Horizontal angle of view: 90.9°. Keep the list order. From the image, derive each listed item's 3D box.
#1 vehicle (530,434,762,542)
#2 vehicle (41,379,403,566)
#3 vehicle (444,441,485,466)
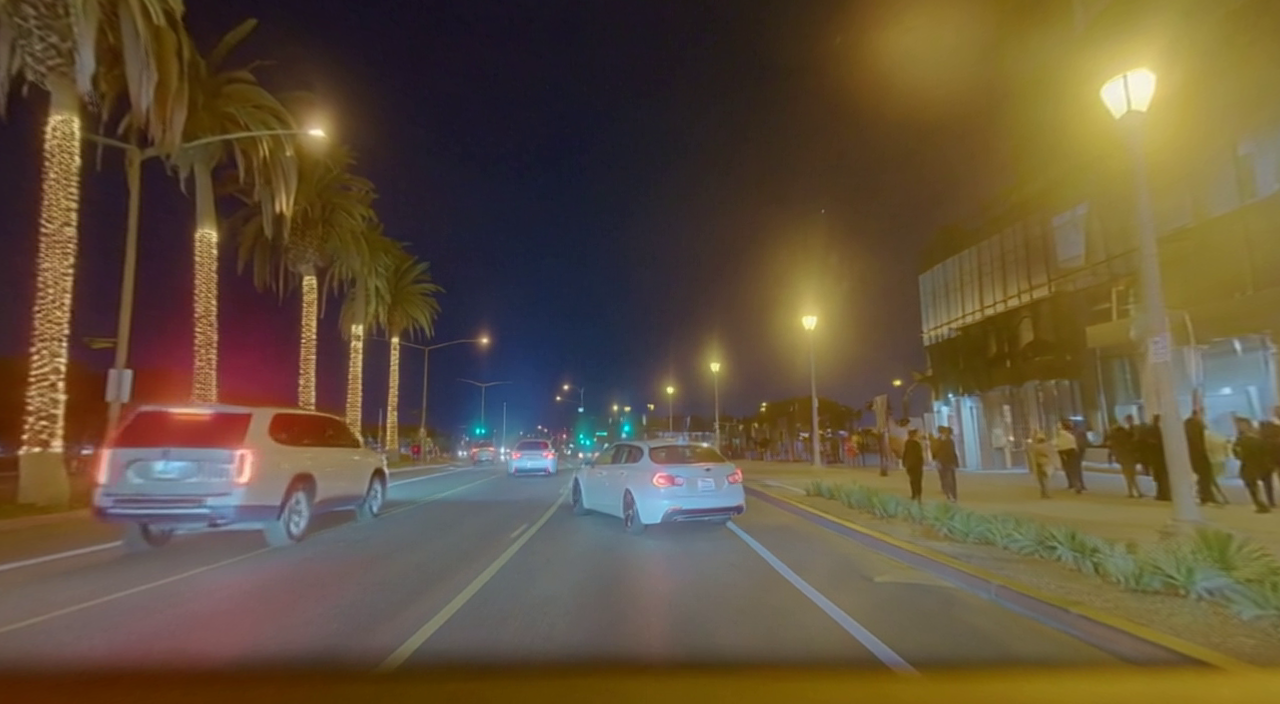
[{"bbox_3d":[-0.173,2.254,11.213,1.930,1.477,4.657,5,-10,-31],"label":"vehicle"},{"bbox_3d":[-5.660,1.738,9.801,2.164,2.047,5.455,0,-9,-4],"label":"vehicle"},{"bbox_3d":[-11.994,6.960,43.357,1.930,1.583,4.423,0,-9,-5],"label":"vehicle"}]
